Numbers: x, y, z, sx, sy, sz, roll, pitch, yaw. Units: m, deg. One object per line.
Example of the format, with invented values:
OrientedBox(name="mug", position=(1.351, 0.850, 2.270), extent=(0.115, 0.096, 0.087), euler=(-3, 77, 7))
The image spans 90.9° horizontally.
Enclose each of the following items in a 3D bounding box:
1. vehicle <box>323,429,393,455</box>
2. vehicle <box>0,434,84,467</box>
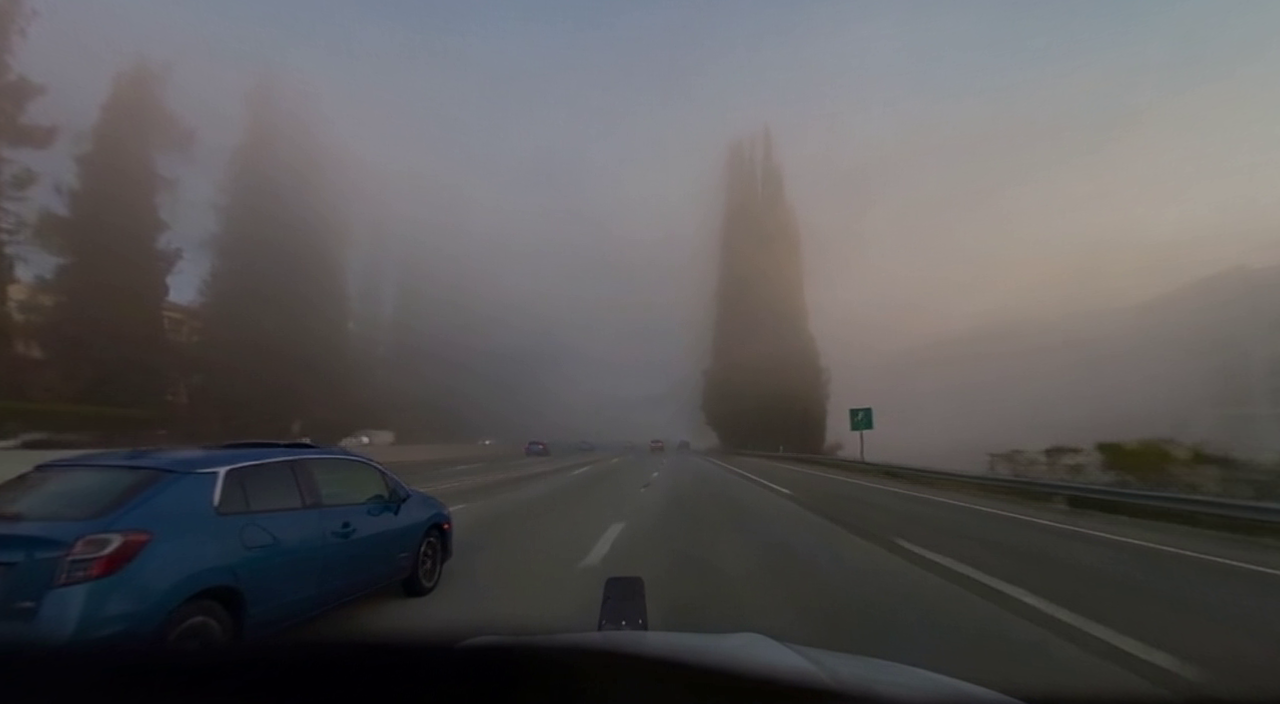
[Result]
OrientedBox(name="vehicle", position=(-20.857, 6.709, 46.995), extent=(2.197, 1.750, 5.738), euler=(-1, -8, 5))
OrientedBox(name="vehicle", position=(-29.786, 4.734, 30.387), extent=(1.760, 1.466, 4.396), euler=(-1, -8, 4))
